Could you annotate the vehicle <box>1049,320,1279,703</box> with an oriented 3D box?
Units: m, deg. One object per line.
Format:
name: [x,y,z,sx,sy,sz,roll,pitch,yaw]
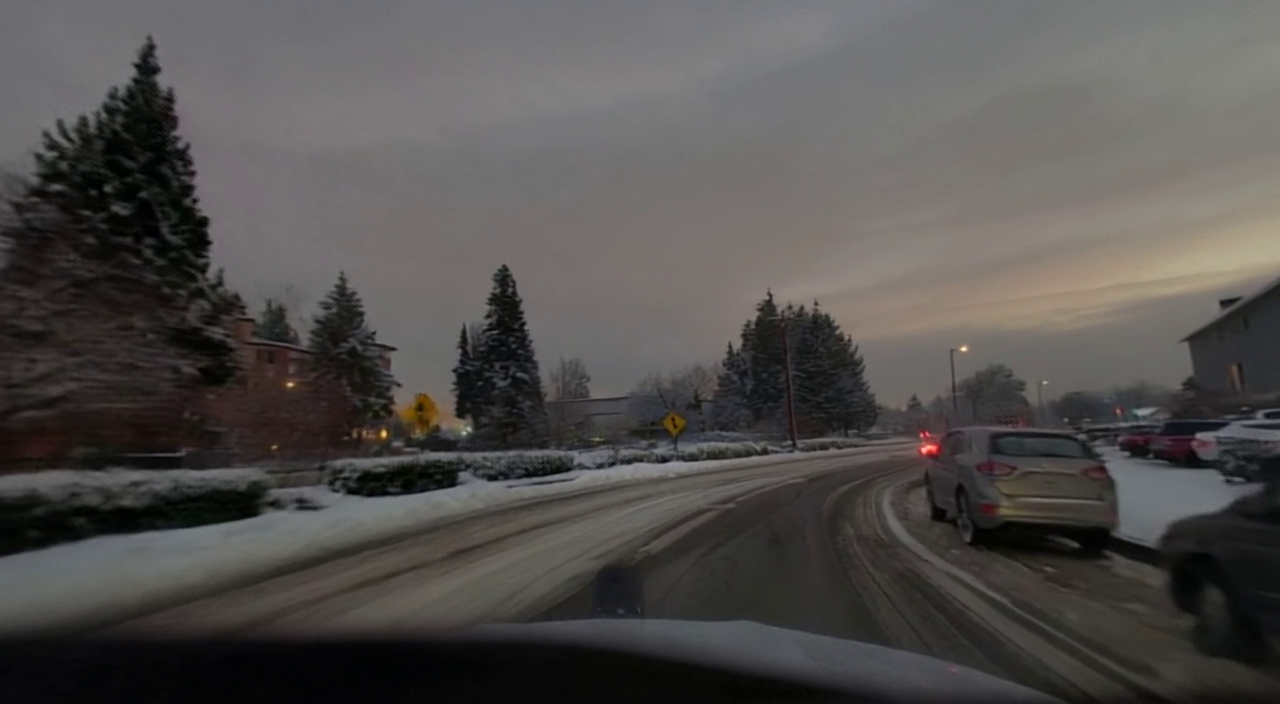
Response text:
vehicle: [3.976,0.695,2.258,2.269,1.841,4.569,-1,-8,6]
